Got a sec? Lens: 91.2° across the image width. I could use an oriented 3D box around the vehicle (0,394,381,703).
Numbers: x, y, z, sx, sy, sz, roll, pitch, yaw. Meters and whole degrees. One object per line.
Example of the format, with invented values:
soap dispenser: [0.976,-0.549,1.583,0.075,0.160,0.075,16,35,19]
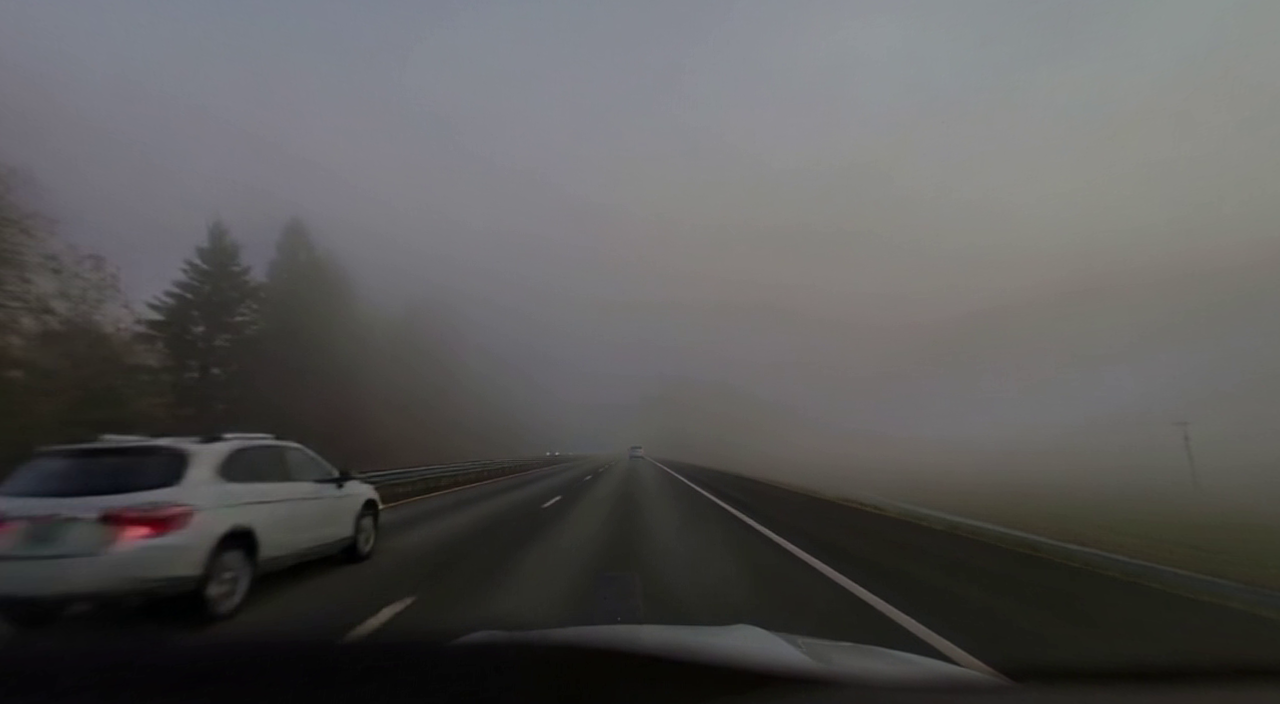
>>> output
vehicle: [-4.121,1.338,5.148,1.958,1.587,4.801,0,-9,0]
